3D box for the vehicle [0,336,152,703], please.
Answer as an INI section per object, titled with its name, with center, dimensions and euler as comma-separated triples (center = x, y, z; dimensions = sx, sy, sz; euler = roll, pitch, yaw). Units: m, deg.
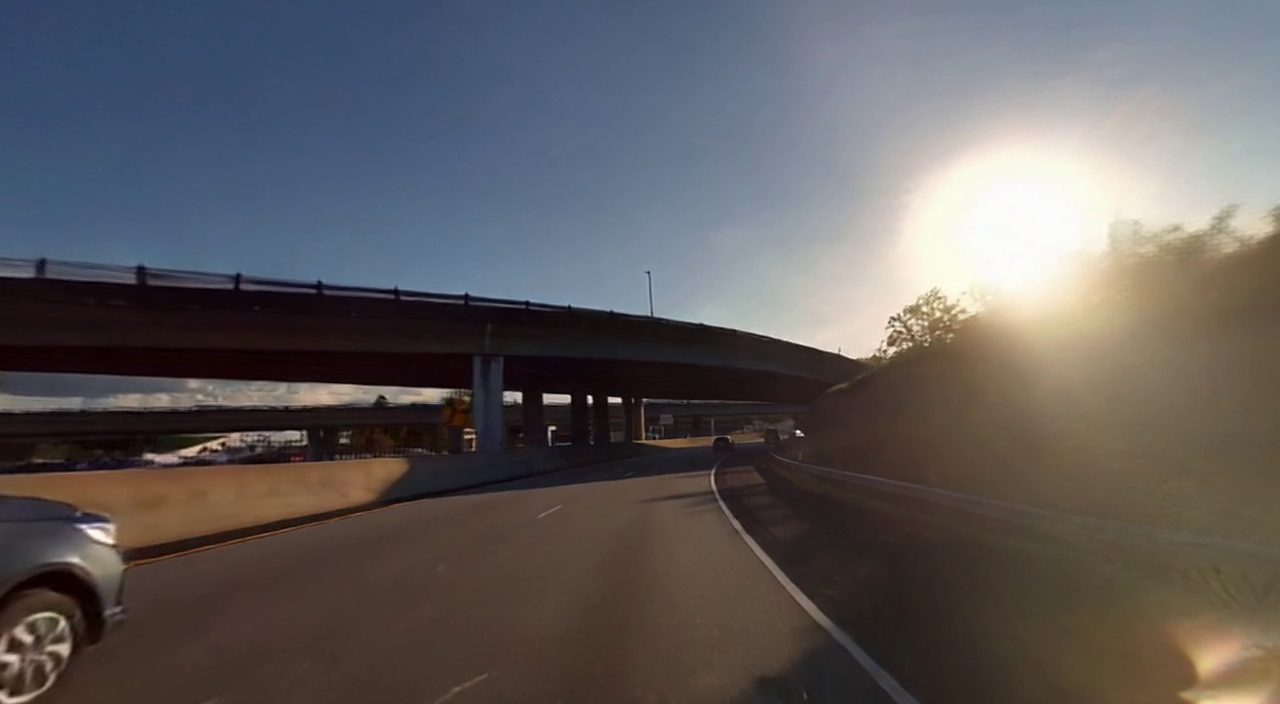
[vehicle]
center = -3.452, 0.496, 0.564
dimensions = 2.106, 1.640, 4.853
euler = 0, -9, 0
